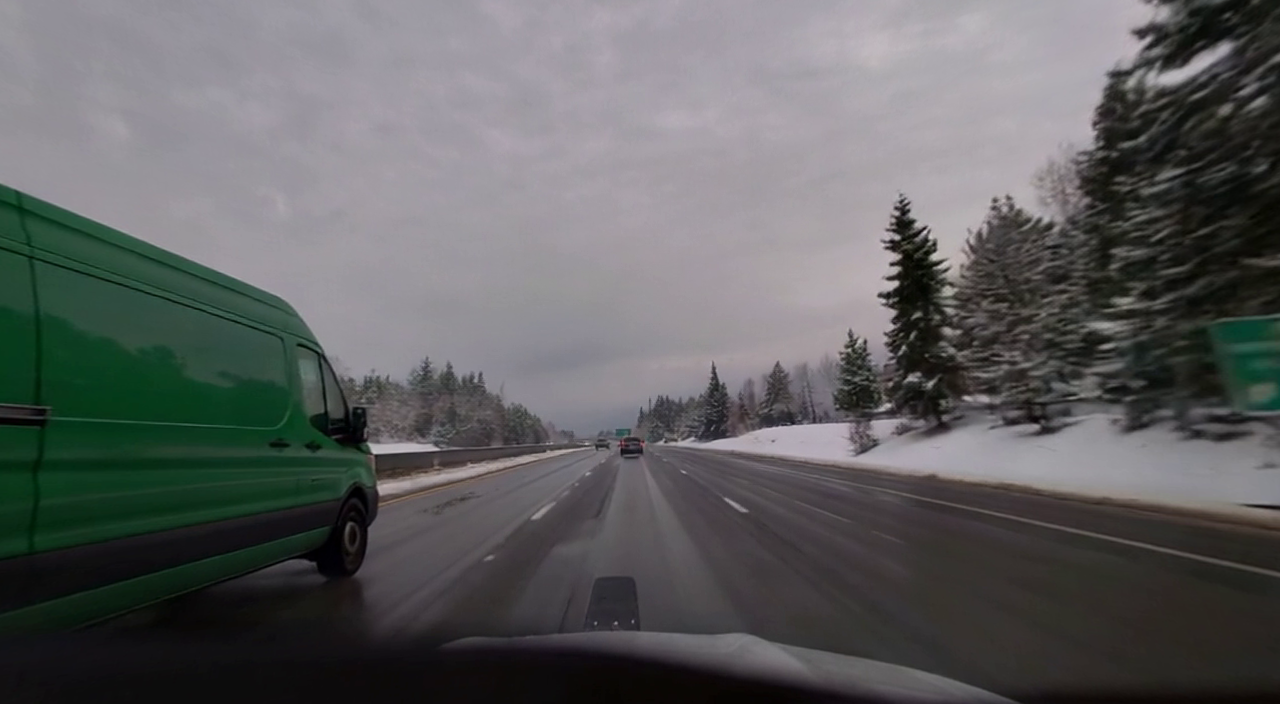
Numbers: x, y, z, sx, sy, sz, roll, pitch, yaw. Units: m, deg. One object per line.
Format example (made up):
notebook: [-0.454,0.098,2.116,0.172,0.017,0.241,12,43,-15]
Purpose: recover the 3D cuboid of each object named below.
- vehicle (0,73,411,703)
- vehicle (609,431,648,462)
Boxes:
vehicle: [-3.505,0.474,3.397,2.424,2.577,5.828,0,-8,-1]
vehicle: [-0.655,5.332,35.741,2.104,1.646,4.176,0,-8,-1]
